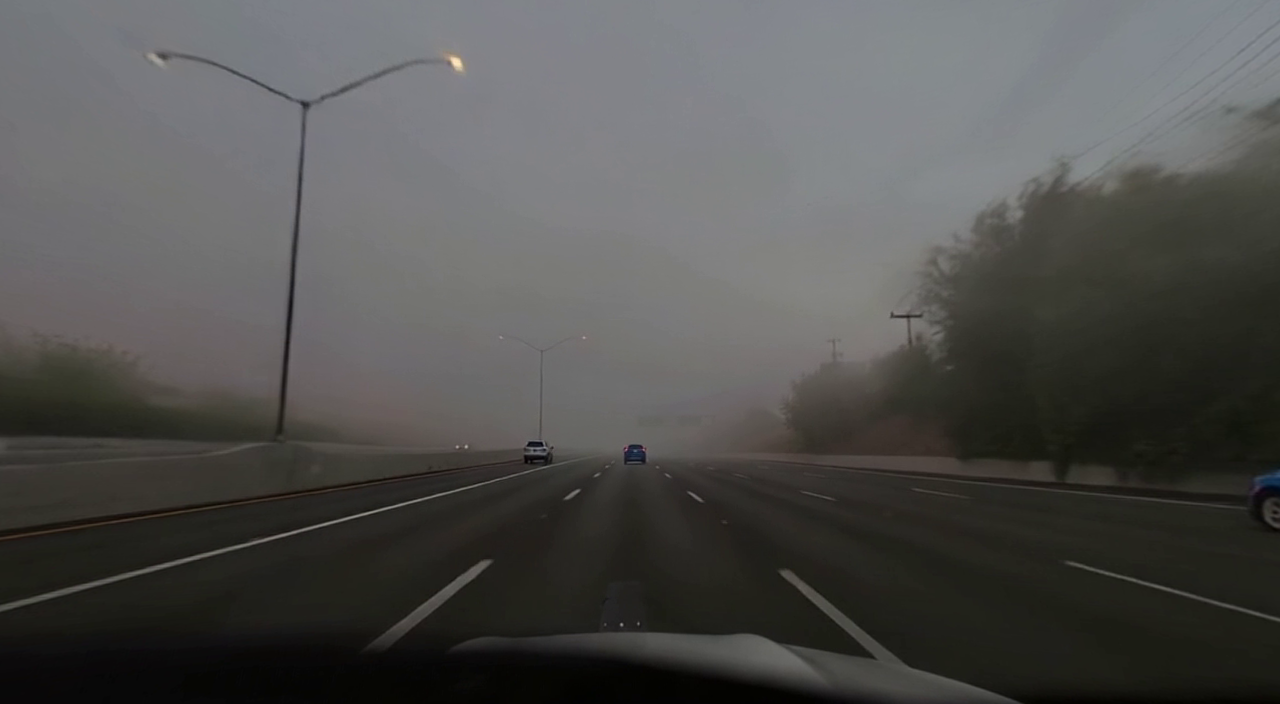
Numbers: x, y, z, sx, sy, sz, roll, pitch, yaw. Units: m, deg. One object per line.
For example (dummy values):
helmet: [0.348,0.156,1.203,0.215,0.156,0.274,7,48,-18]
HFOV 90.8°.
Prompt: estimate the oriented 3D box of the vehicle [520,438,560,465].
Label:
vehicle: [-7.445,7.465,47.431,2.177,1.929,4.706,0,-8,1]

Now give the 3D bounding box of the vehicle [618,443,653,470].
vehicle: [-0.289,6.474,39.227,2.074,1.574,3.971,0,-8,-1]
